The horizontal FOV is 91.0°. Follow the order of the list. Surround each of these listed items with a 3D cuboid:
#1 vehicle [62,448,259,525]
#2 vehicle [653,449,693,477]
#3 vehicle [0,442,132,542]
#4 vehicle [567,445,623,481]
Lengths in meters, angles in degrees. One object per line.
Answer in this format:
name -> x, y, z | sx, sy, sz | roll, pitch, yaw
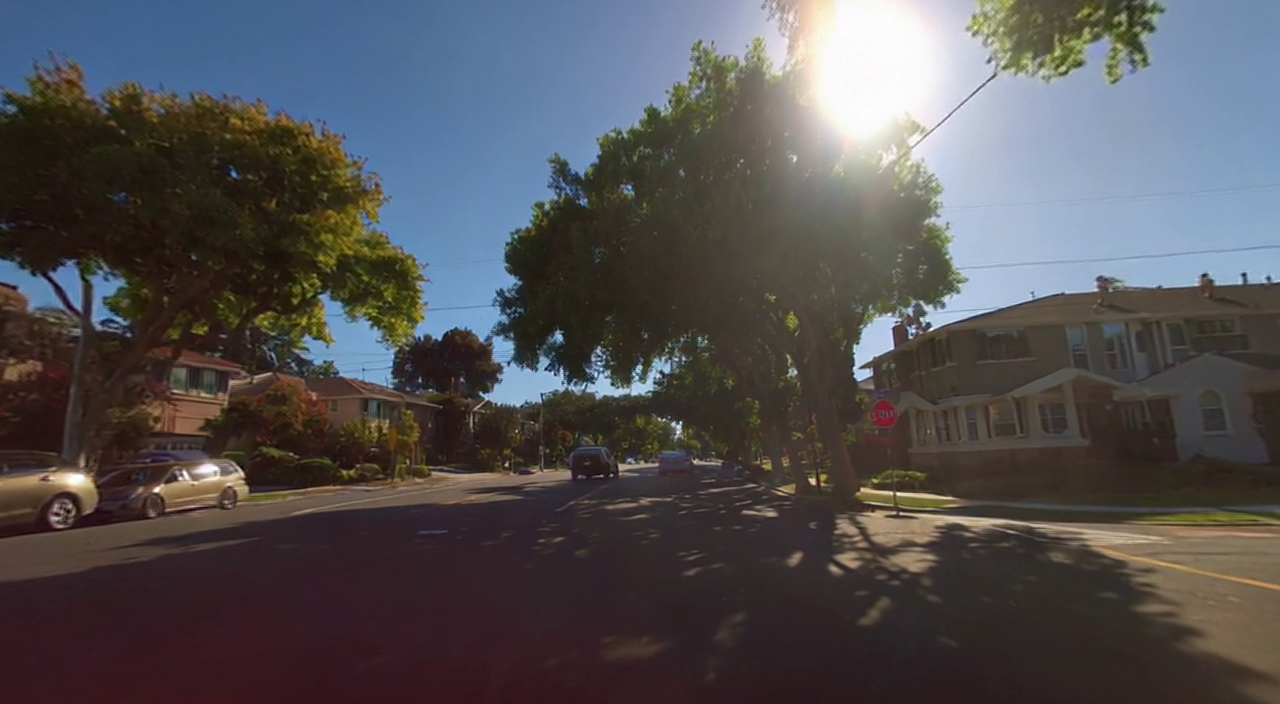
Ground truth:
vehicle -> -13.798, 3.890, 18.615 | 2.076, 1.864, 4.730 | -3, -10, 1
vehicle -> 1.986, 6.331, 36.250 | 1.955, 1.459, 4.383 | -1, -9, 7
vehicle -> -14.124, 2.965, 13.064 | 2.191, 1.980, 5.888 | -4, -8, 1
vehicle -> -2.253, 5.754, 32.947 | 2.178, 1.695, 4.339 | -1, -9, 6
